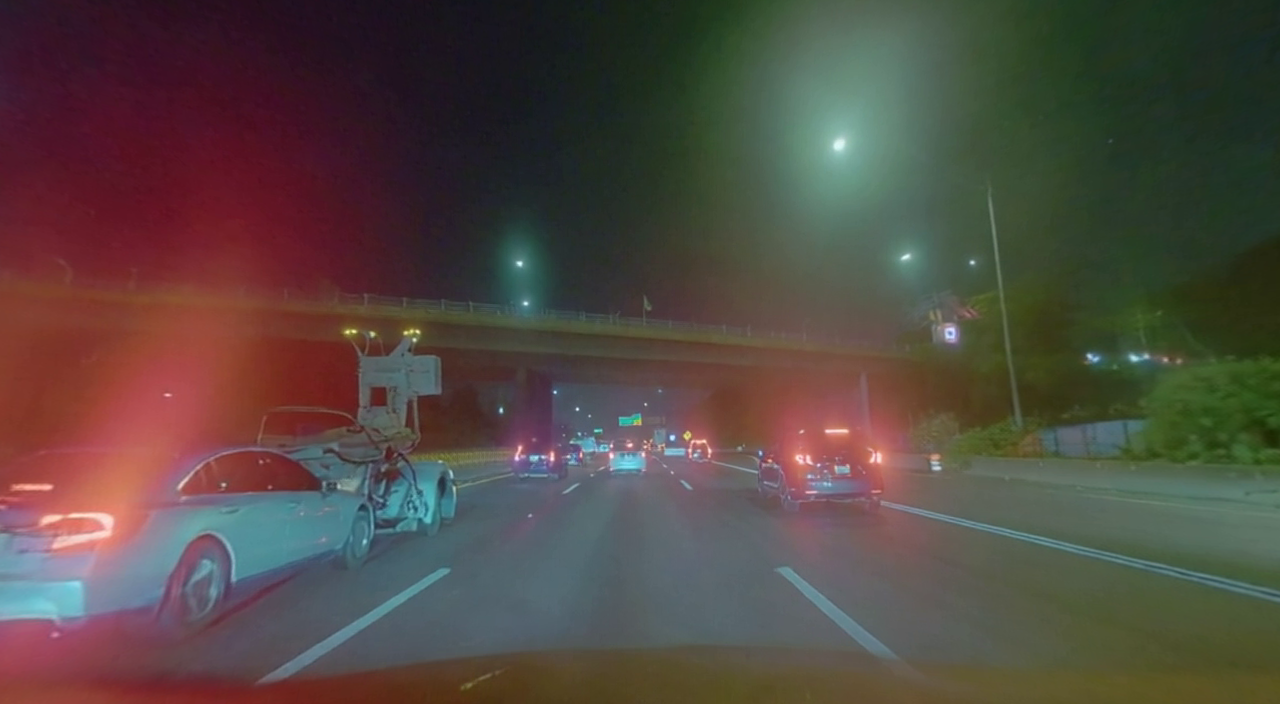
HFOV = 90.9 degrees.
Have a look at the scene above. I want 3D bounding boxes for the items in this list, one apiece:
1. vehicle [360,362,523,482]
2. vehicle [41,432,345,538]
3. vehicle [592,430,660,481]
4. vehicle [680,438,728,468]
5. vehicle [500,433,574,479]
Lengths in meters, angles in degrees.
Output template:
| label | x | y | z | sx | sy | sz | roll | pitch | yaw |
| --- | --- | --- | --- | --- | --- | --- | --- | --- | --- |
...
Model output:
| label | x | y | z | sx | sy | sz | roll | pitch | yaw |
| --- | --- | --- | --- | --- | --- | --- | --- | --- | --- |
| vehicle | -7.452 | 3.041 | 25.914 | 2.959 | 3.886 | 10.574 | -1 | -8 | 2 |
| vehicle | -7.486 | 2.244 | 11.390 | 1.948 | 1.494 | 4.749 | 0 | -8 | 1 |
| vehicle | -0.470 | 3.795 | 23.343 | 2.270 | 1.696 | 4.061 | 0 | -8 | 0 |
| vehicle | 3.296 | 5.322 | 33.264 | 2.003 | 1.465 | 4.092 | 0 | -8 | -1 |
| vehicle | -3.985 | 4.114 | 25.157 | 2.124 | 1.639 | 4.344 | 0 | -8 | 2 |
